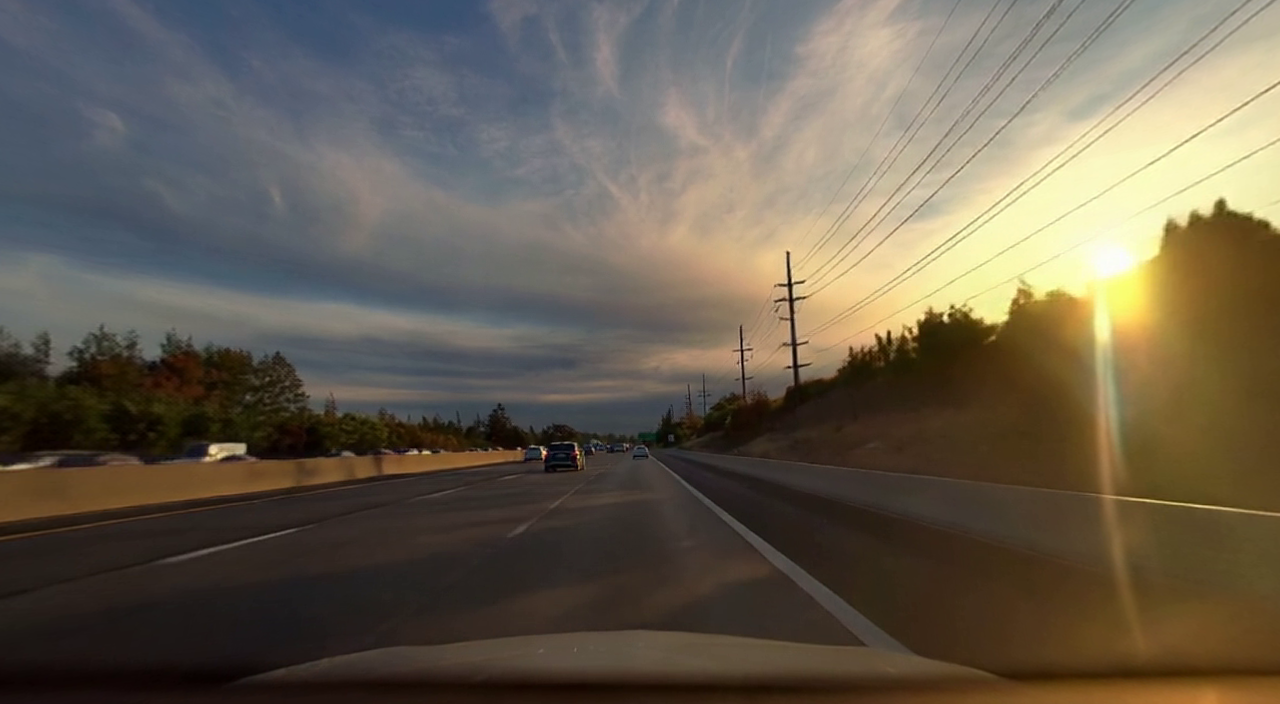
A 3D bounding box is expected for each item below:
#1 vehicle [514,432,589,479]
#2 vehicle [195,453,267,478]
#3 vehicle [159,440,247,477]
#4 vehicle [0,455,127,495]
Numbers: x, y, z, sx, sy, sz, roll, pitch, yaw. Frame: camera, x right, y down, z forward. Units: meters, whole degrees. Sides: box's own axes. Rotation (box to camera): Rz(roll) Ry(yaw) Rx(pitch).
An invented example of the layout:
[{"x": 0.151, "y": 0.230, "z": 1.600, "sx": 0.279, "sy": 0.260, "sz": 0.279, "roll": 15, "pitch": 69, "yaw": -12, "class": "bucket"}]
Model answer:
[{"x": -3.898, "y": 4.741, "z": 28.927, "sx": 2.577, "sy": 1.939, "sz": 5.408, "roll": 0, "pitch": -9, "yaw": 1, "class": "vehicle"}, {"x": -28.524, "y": 7.899, "z": 44.109, "sx": 1.900, "sy": 1.602, "sz": 4.646, "roll": 0, "pitch": -9, "yaw": 0, "class": "vehicle"}, {"x": -32.919, "y": 8.005, "z": 47.745, "sx": 2.315, "sy": 2.592, "sz": 5.954, "roll": 0, "pitch": -9, "yaw": 0, "class": "vehicle"}, {"x": -24.572, "y": 5.149, "z": 26.706, "sx": 1.841, "sy": 1.514, "sz": 4.484, "roll": 0, "pitch": -9, "yaw": 0, "class": "vehicle"}]
